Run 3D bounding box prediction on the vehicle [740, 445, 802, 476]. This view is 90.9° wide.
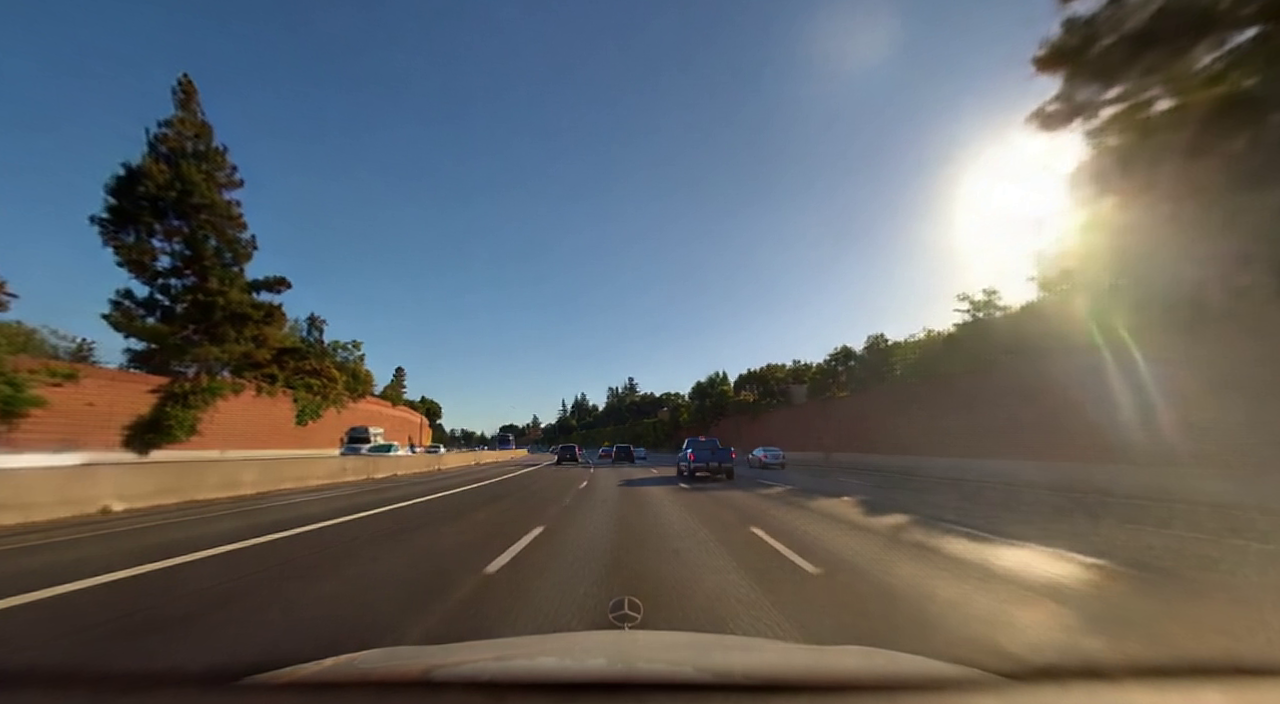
[{"bbox_3d":[6.860,5.706,33.569,1.976,1.485,4.925,0,-8,-4],"label":"vehicle"}]

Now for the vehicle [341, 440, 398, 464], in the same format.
[{"bbox_3d":[-18.965,7.010,44.443,2.107,1.561,4.736,0,-8,-3],"label":"vehicle"}]

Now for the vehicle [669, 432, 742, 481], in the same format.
[{"bbox_3d":[2.774,4.627,28.249,2.374,1.952,5.431,0,-8,-3],"label":"vehicle"}]

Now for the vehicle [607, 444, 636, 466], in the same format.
[{"bbox_3d":[-1.476,7.862,48.242,2.050,1.607,3.821,0,-8,-4],"label":"vehicle"}]
